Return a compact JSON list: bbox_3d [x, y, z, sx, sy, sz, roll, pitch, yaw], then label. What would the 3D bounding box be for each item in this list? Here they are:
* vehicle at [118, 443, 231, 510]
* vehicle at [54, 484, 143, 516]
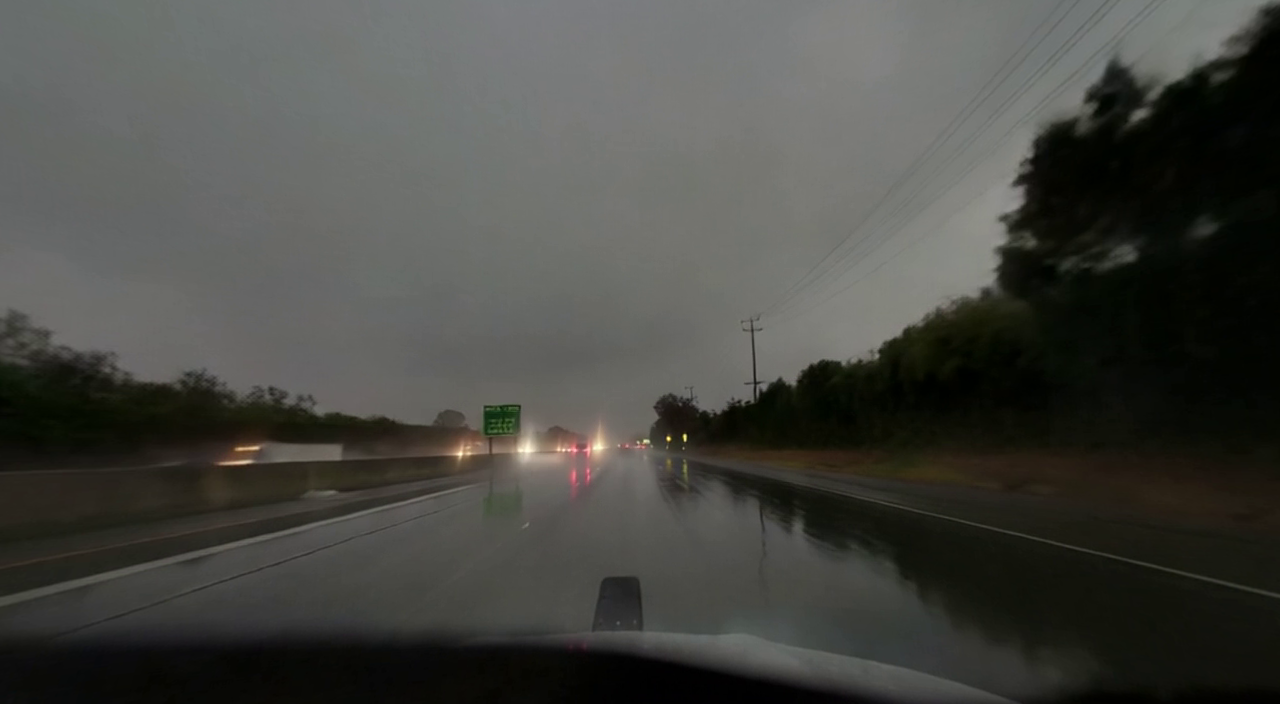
[{"bbox_3d":[-28.900,7.660,39.560,2.948,3.837,5.129,0,-8,-1],"label":"vehicle"},{"bbox_3d":[-33.383,9.129,39.136,1.813,1.571,4.259,0,-8,-2],"label":"vehicle"}]
